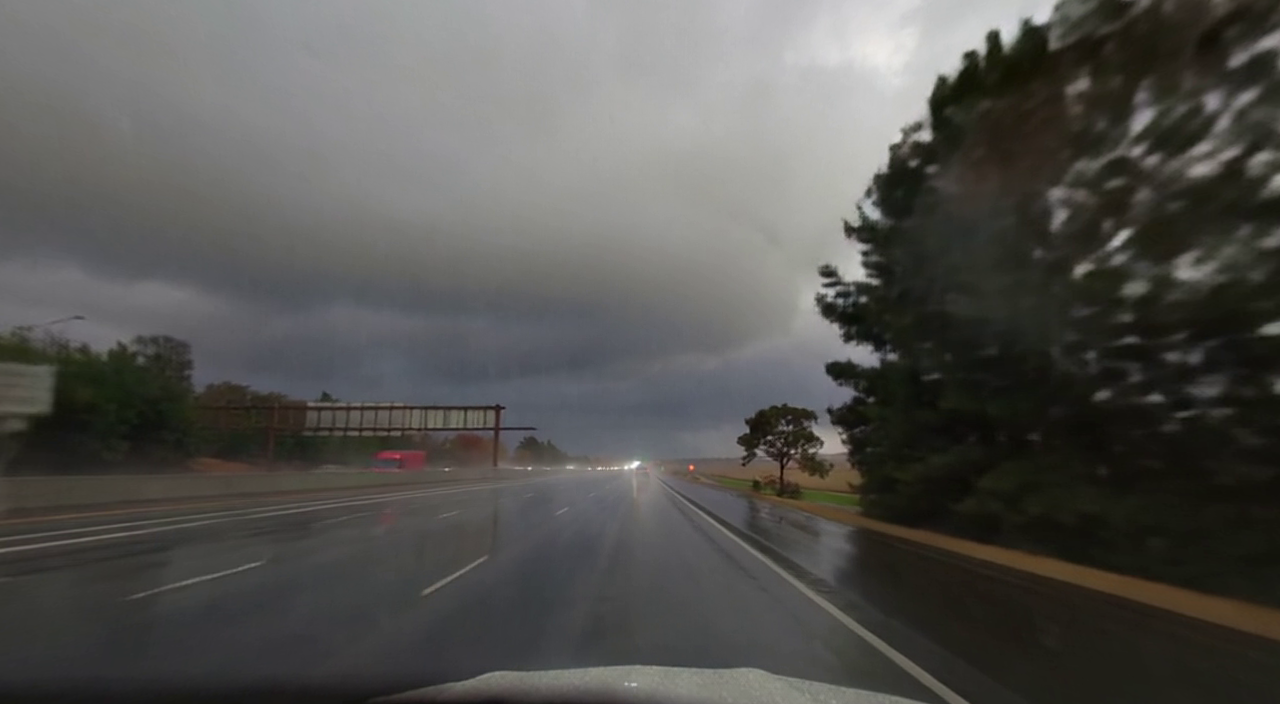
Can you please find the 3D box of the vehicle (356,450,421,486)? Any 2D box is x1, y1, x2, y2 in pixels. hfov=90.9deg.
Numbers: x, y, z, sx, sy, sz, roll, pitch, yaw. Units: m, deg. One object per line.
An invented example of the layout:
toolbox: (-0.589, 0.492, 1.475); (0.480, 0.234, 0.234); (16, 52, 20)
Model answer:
vehicle: (-19.070, 8.880, 48.178); (2.391, 2.511, 5.870); (1, -10, 1)
